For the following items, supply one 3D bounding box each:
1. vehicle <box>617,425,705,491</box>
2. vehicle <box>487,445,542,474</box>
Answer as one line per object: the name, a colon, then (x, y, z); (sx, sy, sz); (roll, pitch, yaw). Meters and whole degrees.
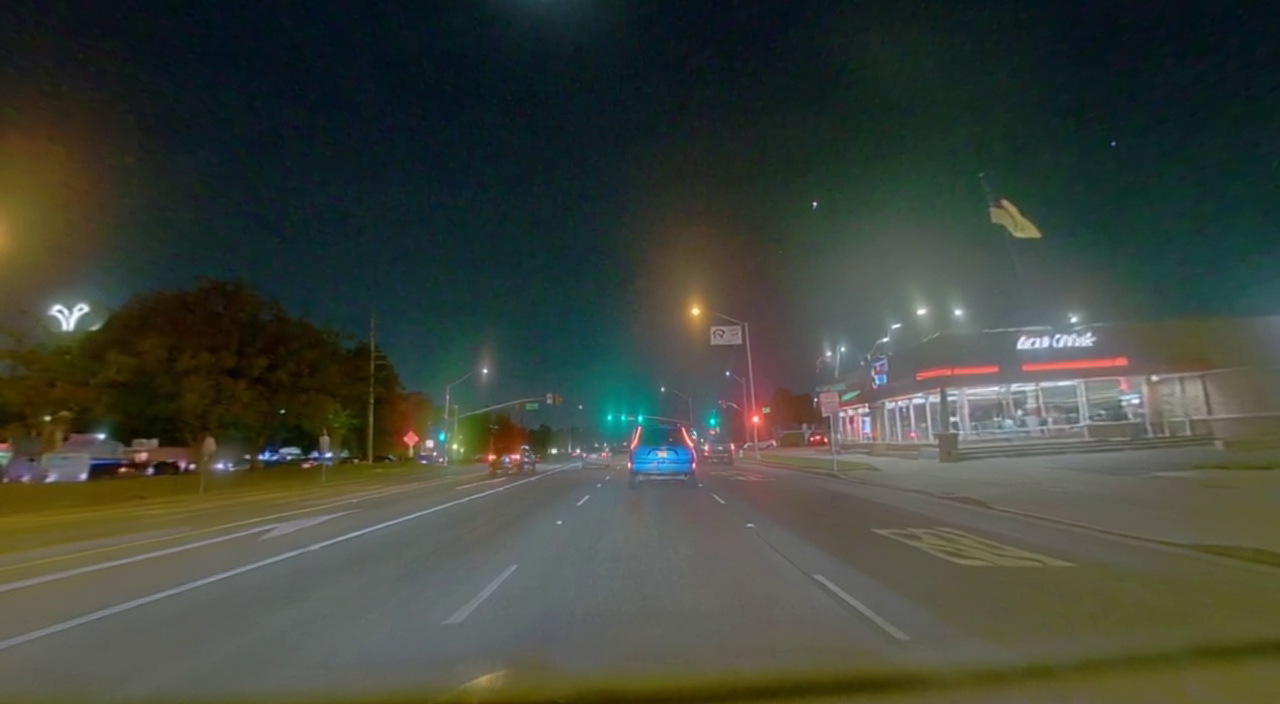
vehicle: (0.584, 3.390, 20.630); (2.513, 1.854, 5.235); (0, -8, 0)
vehicle: (-6.628, 5.711, 33.852); (1.966, 1.461, 4.422); (0, -8, 1)
